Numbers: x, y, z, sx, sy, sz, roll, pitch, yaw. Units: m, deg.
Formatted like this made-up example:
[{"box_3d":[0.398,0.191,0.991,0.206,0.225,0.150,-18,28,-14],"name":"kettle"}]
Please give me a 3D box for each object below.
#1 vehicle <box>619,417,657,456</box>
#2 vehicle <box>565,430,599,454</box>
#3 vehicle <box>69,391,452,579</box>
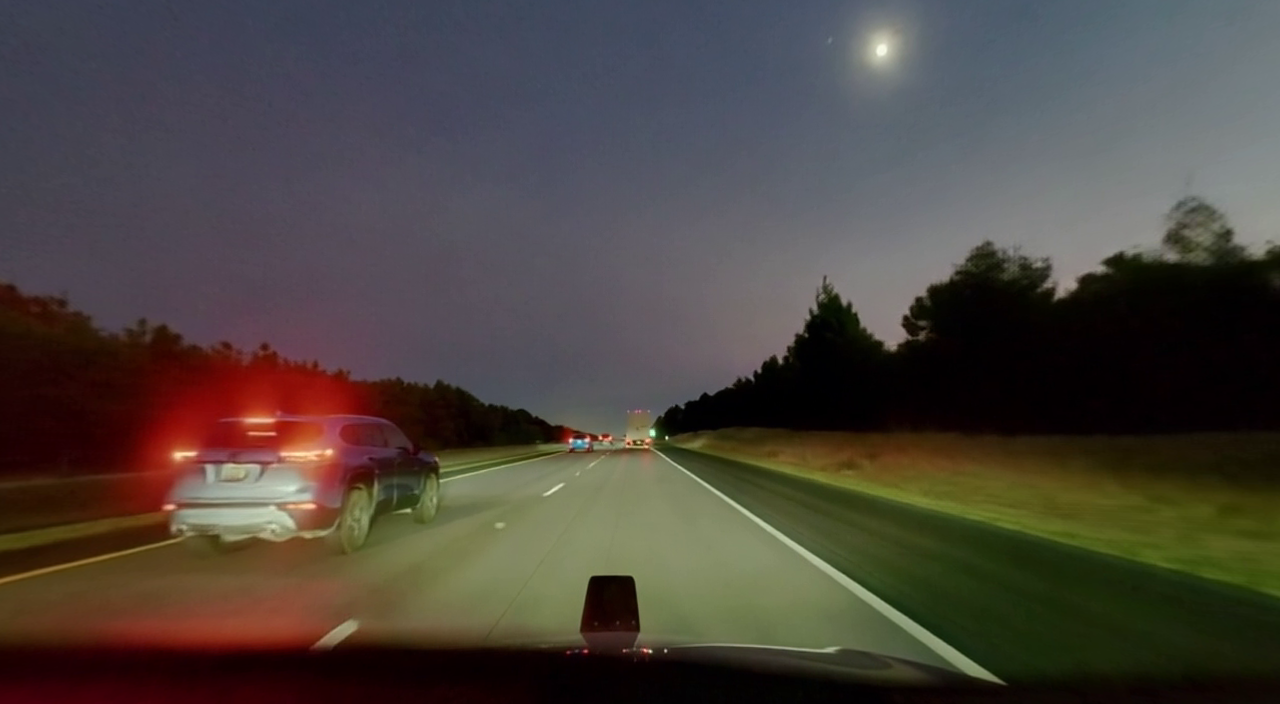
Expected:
[{"box_3d":[-0.175,5.932,44.096,2.526,2.531,5.026,0,-8,-1],"name":"vehicle"},{"box_3d":[-4.255,6.700,46.942,2.049,1.726,4.291,0,-8,0],"name":"vehicle"},{"box_3d":[-4.012,1.471,7.796,2.045,1.655,4.301,0,-8,0],"name":"vehicle"}]
